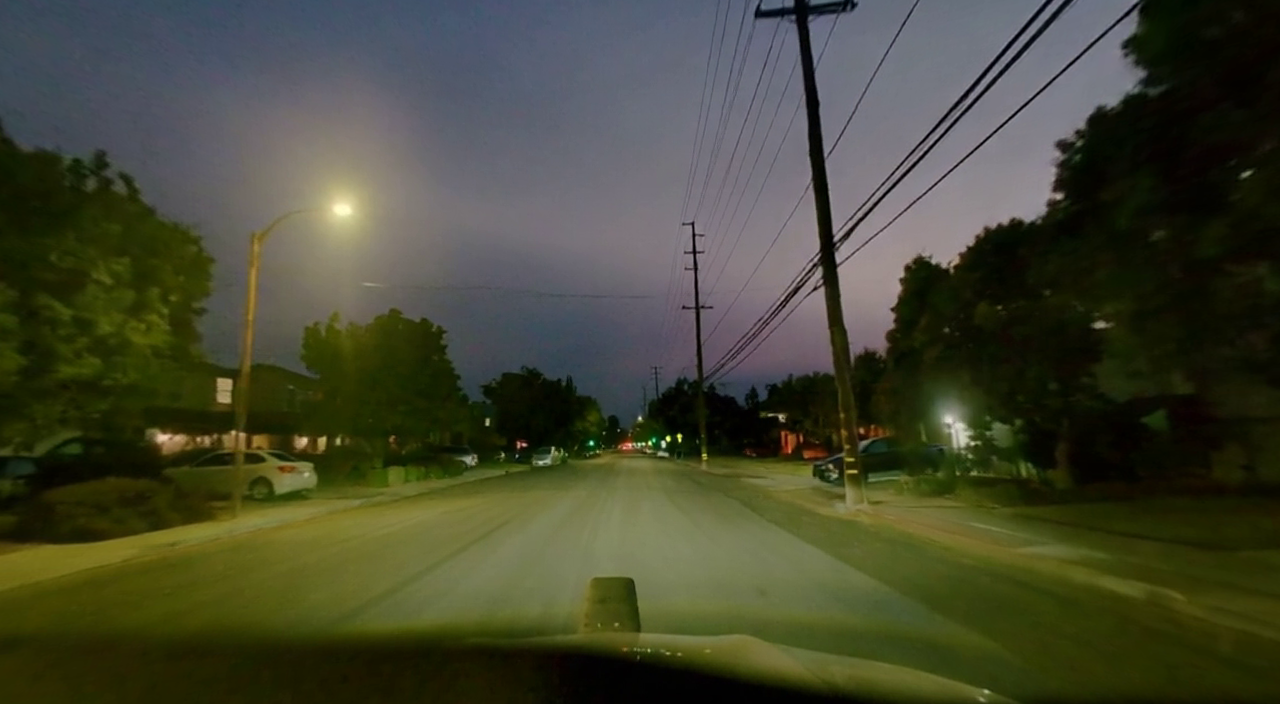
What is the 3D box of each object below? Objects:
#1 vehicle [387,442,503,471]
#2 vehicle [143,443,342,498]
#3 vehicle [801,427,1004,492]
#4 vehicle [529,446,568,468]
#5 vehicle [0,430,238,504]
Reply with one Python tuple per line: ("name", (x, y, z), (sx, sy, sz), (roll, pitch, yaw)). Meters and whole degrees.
("vehicle", (-12.375, 6.658, 40.558), (6.619, 1.759, 2.632), (0, -8, -2))
("vehicle", (-11.313, 3.383, 18.262), (4.371, 1.482, 1.954), (0, -9, -2))
("vehicle", (8.936, 3.669, 21.968), (5.890, 1.896, 2.459), (-2, -7, -1))
("vehicle", (-6.699, 7.715, 46.753), (2.208, 1.491, 5.089), (0, -8, -1))
("vehicle", (-13.185, 2.863, 15.904), (4.529, 1.704, 2.296), (0, -9, -1))
